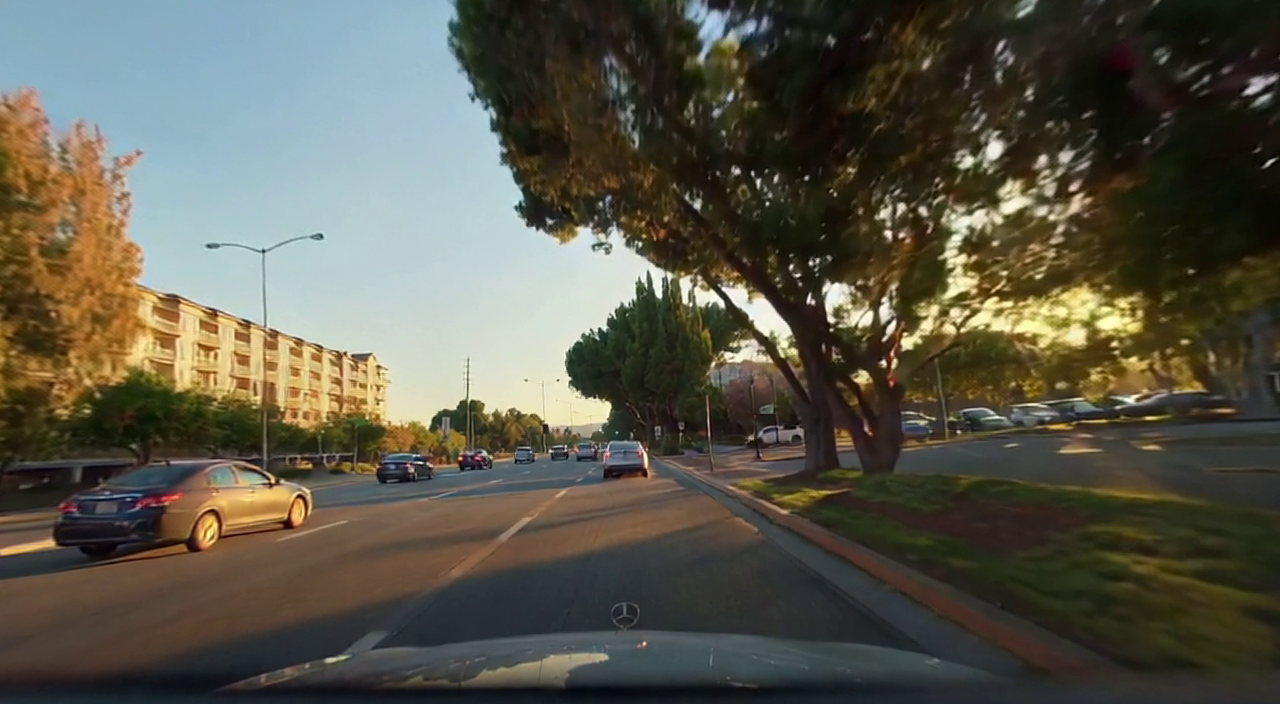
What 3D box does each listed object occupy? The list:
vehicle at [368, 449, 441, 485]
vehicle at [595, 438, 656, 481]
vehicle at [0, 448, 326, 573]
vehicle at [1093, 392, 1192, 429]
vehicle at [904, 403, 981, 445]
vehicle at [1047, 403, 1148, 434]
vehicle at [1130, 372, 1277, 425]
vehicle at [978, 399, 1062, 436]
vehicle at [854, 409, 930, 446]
[{"bbox_3d":[-10.849,5.308,29.452,2.024,1.484,4.592,1,-9,-5],"label":"vehicle"},{"bbox_3d":[-0.573,4.016,23.896,2.099,1.469,4.389,1,-8,-2],"label":"vehicle"},{"bbox_3d":[-7.016,2.234,9.834,1.906,1.449,4.576,0,-8,0],"label":"vehicle"},{"bbox_3d":[31.771,3.796,40.203,2.074,1.749,4.957,0,-13,-1],"label":"vehicle"},{"bbox_3d":[18.230,4.424,38.349,2.002,2.015,4.254,-8,-8,-6],"label":"vehicle"},{"bbox_3d":[28.982,4.203,40.127,4.753,1.730,1.882,-3,-3,10],"label":"vehicle"},{"bbox_3d":[34.726,3.019,39.364,2.608,2.389,6.582,-9,-8,-3],"label":"vehicle"},{"bbox_3d":[23.638,4.143,39.499,2.118,1.724,4.361,-8,-8,-5],"label":"vehicle"},{"bbox_3d":[15.447,4.774,39.126,2.395,2.028,5.135,1,-9,-2],"label":"vehicle"}]
